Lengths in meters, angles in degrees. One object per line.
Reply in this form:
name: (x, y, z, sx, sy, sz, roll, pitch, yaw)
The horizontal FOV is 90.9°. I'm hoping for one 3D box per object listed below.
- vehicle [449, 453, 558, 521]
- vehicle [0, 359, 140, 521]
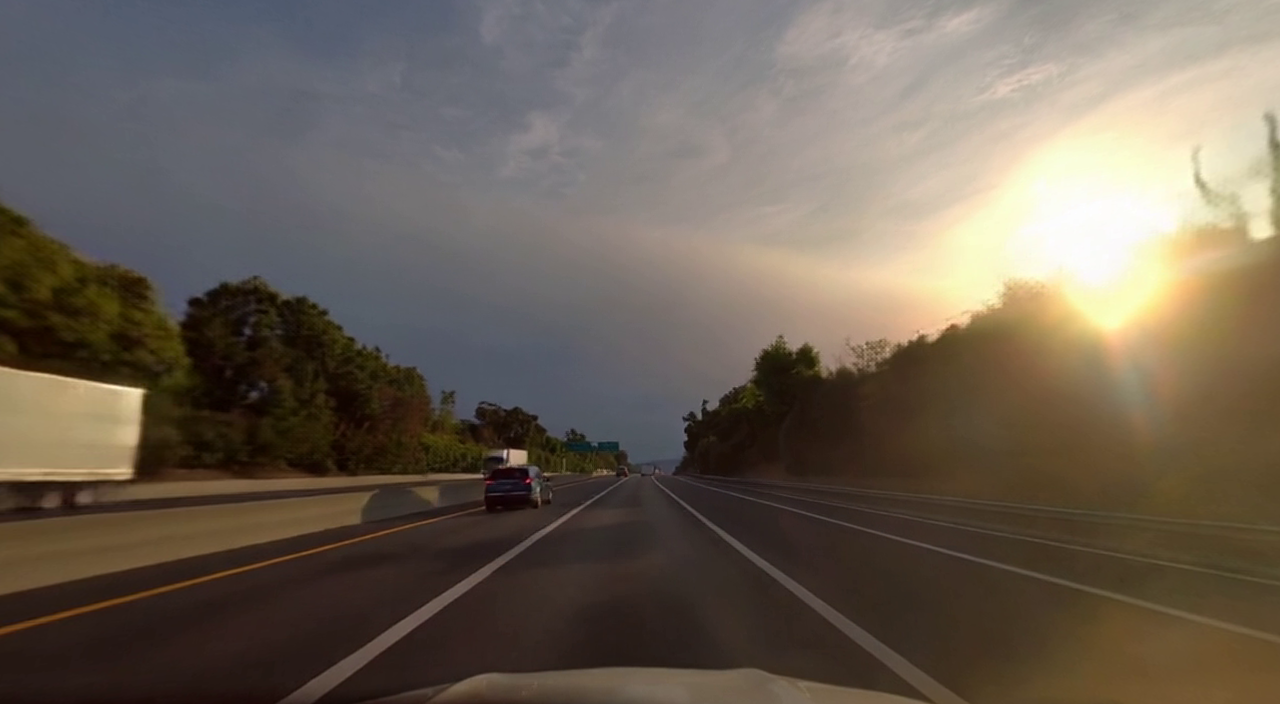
vehicle: (-3.796, 3.887, 18.489, 2.053, 1.657, 4.725, 1, -11, 1)
vehicle: (-17.528, 2.209, 15.951, 2.820, 4.017, 8.039, 1, -11, 0)
